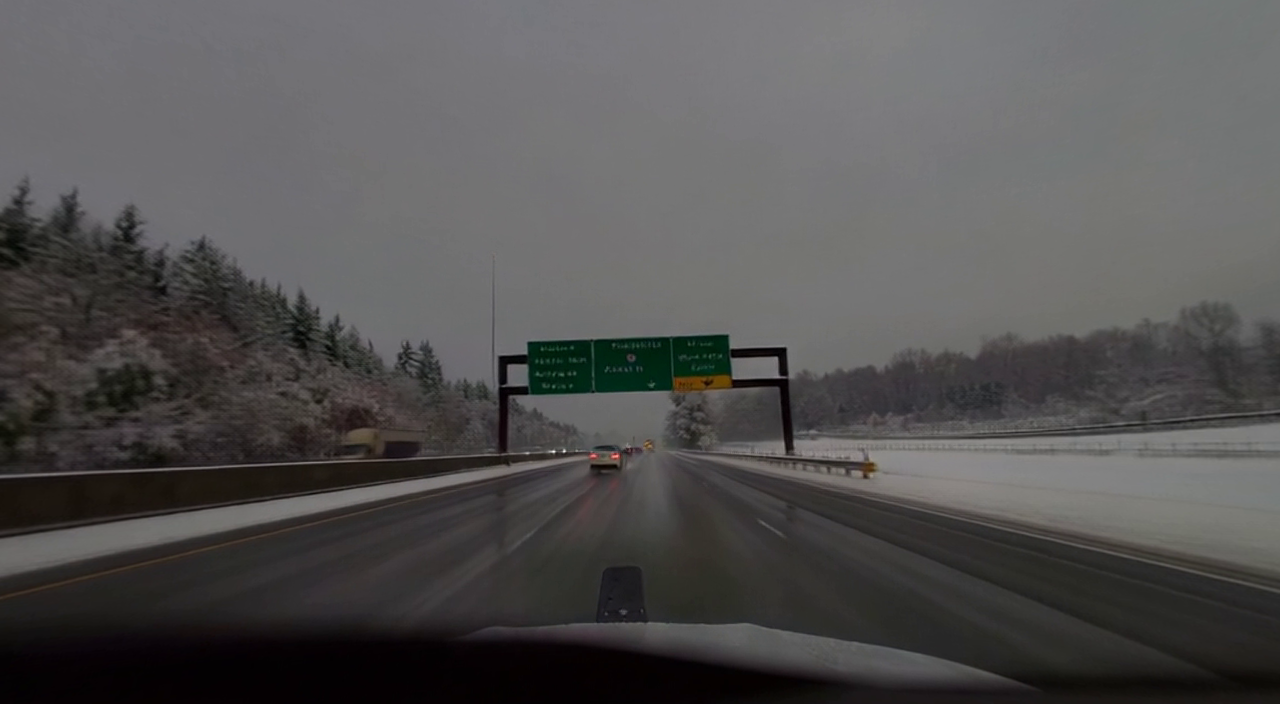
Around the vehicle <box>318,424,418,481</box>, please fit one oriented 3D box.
[{"bbox_3d":[-16.183,6.063,38.209,2.625,3.031,7.427,0,-9,1],"label":"vehicle"}]

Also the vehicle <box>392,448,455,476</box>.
[{"bbox_3d":[-12.187,6.191,35.778,1.892,1.493,4.444,0,-9,1],"label":"vehicle"}]

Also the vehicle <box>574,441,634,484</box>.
[{"bbox_3d":[-1.339,4.357,25.020,1.936,1.545,4.116,-1,-9,3],"label":"vehicle"}]
